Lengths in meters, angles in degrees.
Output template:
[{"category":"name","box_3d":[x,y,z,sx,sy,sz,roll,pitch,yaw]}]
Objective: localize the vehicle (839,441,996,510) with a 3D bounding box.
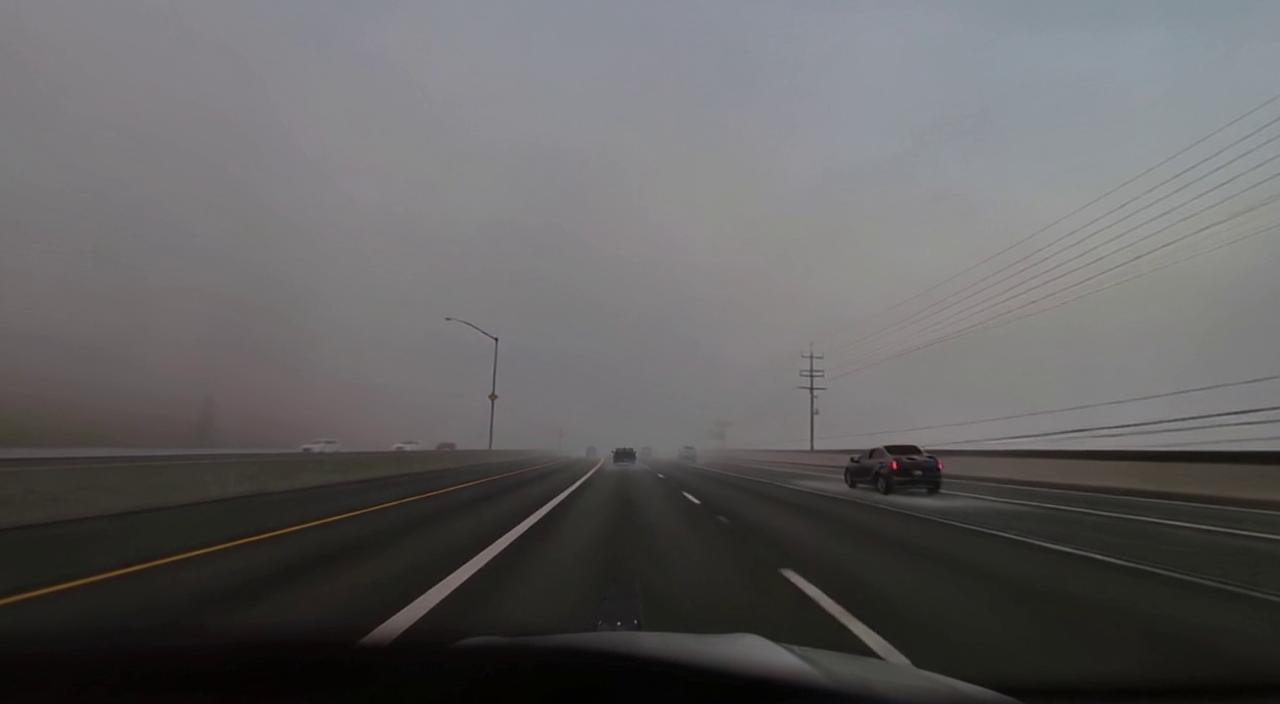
[{"category":"vehicle","box_3d":[6.656,2.978,15.762,1.876,1.451,4.154,0,-9,-2]}]

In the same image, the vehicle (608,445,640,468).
[{"category":"vehicle","box_3d":[-1.124,7.036,42.866,2.109,1.489,4.027,0,-9,-3]}]
